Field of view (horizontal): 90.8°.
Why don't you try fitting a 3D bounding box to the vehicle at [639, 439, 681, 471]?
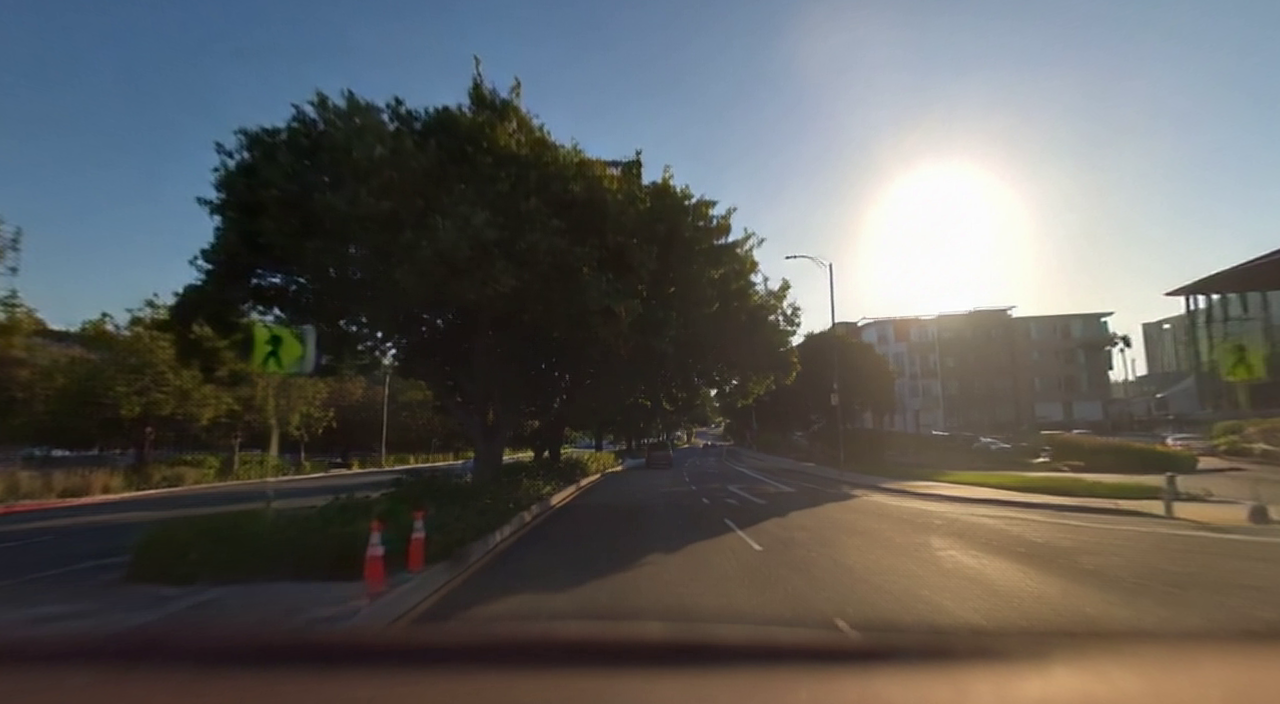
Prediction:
[{"bbox_3d":[1.093,5.567,34.298,2.158,1.600,3.865,-1,-9,2],"label":"vehicle"}]
